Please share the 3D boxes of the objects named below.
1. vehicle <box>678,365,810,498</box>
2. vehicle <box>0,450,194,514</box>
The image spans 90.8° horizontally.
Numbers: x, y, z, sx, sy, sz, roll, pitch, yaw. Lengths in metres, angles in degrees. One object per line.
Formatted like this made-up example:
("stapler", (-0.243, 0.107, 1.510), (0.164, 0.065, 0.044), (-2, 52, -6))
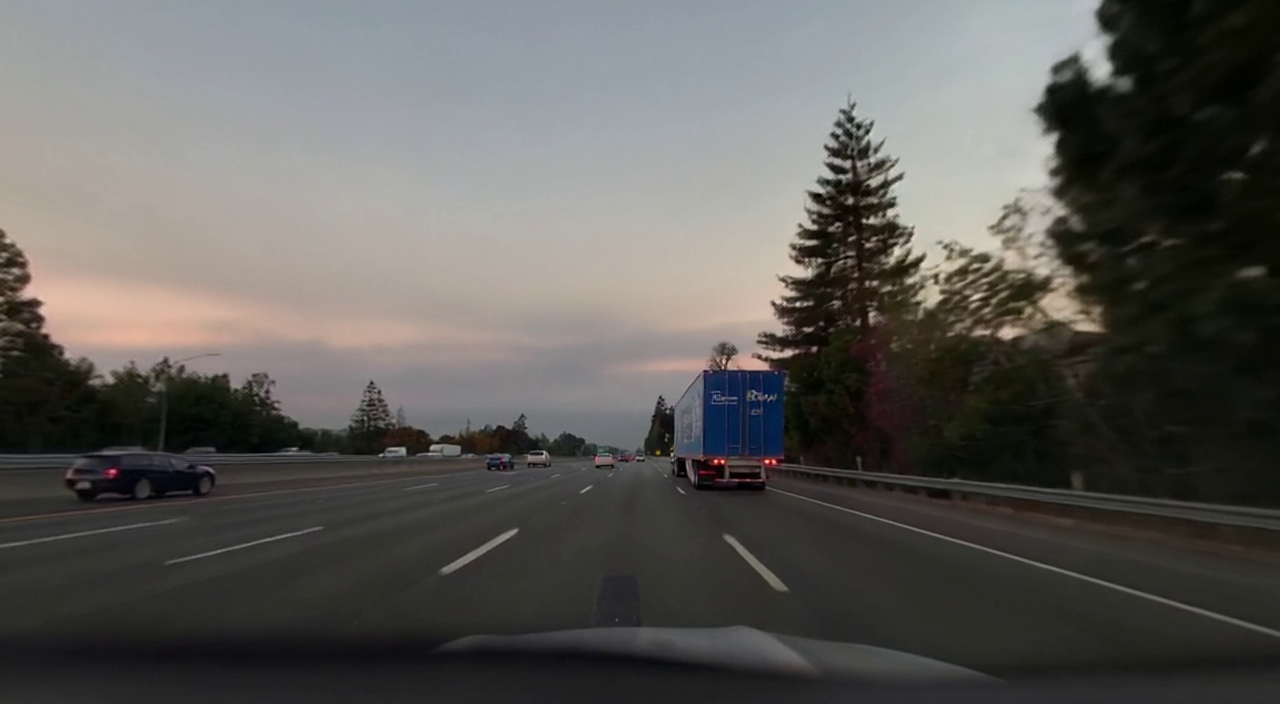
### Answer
("vehicle", (3.662, 3.655, 27.431), (3.140, 4.100, 15.551), (0, -9, 0))
("vehicle", (-14.905, 3.412, 17.201), (1.982, 1.471, 4.747), (0, -9, 1))
